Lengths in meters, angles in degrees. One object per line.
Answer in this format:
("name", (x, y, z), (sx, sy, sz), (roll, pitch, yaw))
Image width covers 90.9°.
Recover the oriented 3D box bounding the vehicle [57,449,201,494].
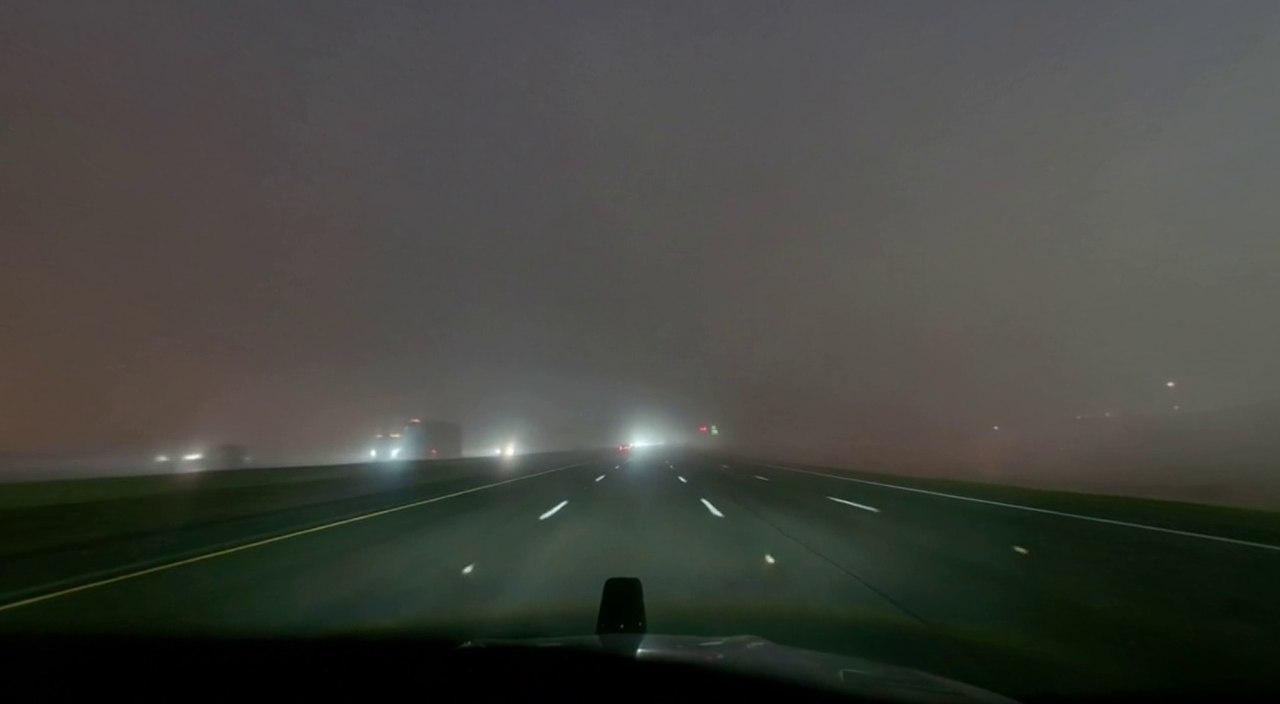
("vehicle", (-20.400, 4.751, 25.495), (1.852, 1.597, 4.638), (-1, -8, 1))
